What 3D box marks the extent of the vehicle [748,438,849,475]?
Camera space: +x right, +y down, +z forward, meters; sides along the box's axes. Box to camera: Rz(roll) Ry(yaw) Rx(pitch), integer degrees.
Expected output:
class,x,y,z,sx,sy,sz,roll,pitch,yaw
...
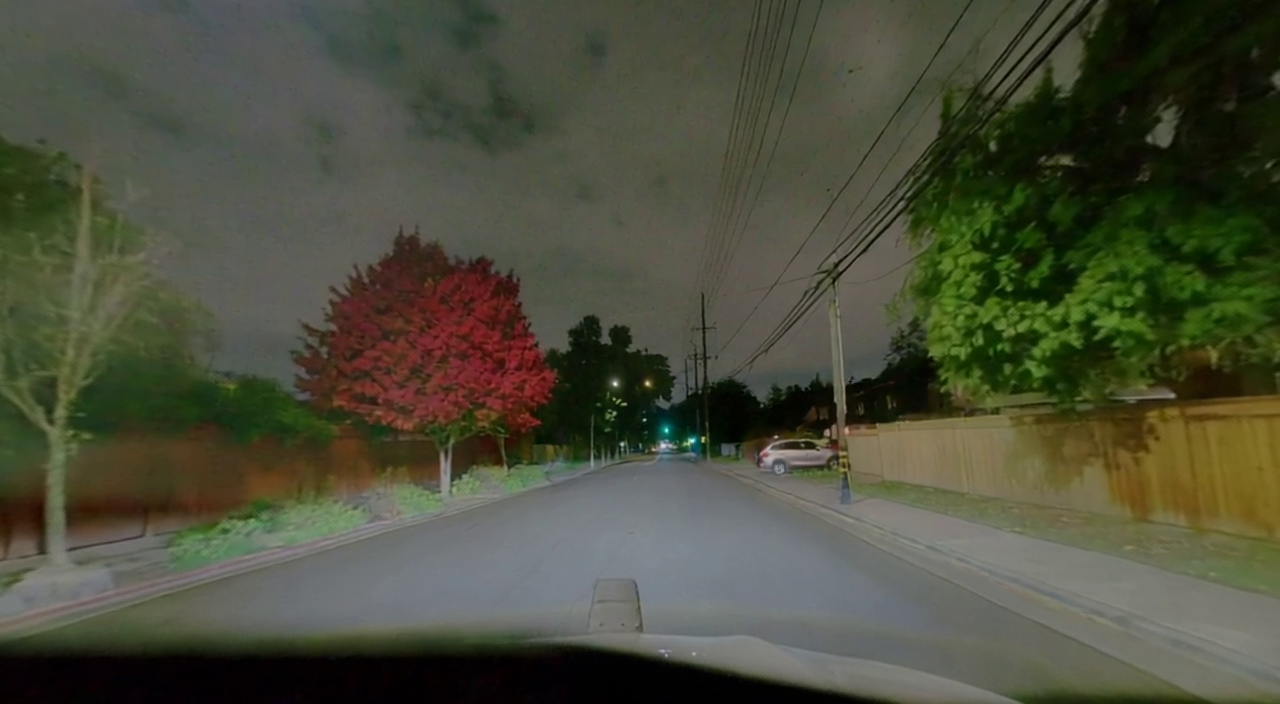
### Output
class,x,y,z,sx,sy,sz,roll,pitch,yaw
vehicle,8.206,5.464,33.103,4.806,1.851,2.050,-1,-9,3
